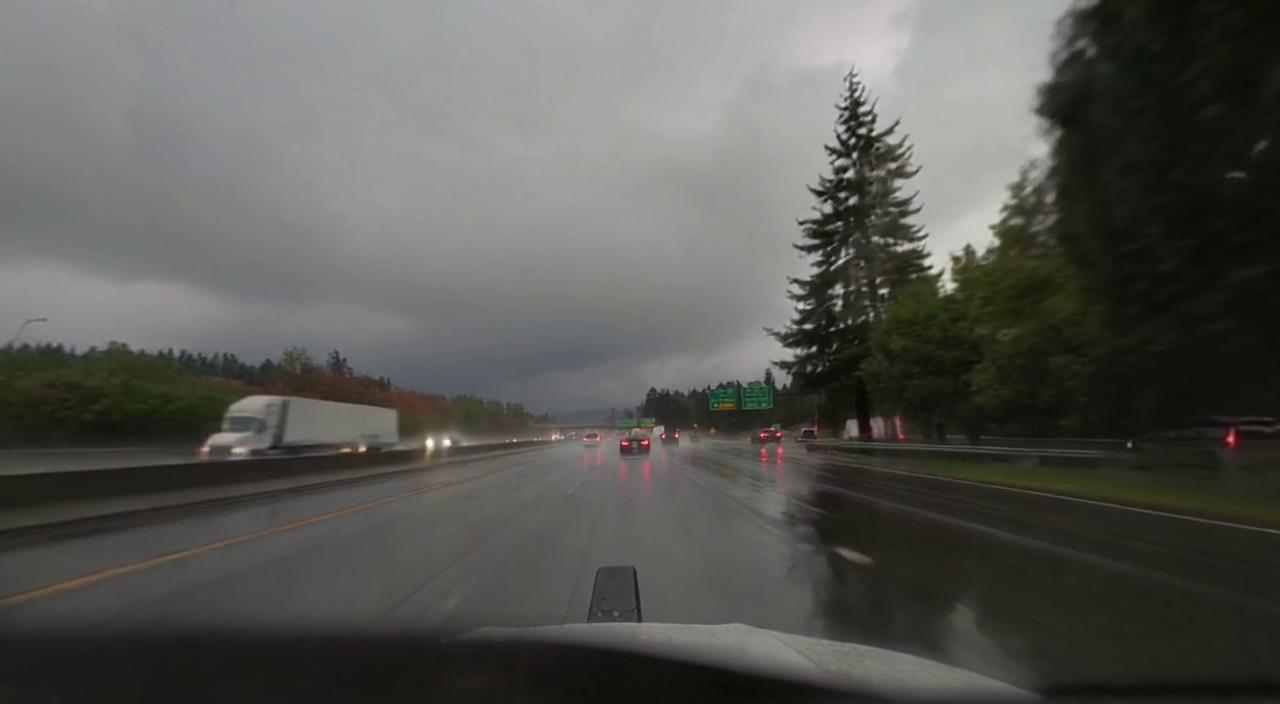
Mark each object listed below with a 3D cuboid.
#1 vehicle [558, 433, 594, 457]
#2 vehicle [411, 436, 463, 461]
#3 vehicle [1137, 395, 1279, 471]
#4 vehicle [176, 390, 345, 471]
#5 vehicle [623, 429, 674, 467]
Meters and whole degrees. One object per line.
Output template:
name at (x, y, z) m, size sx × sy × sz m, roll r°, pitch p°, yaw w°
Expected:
vehicle at (-4.195, 6.144, 41.856) m, size 2.014 × 1.471 × 4.380 m, roll 0°, pitch -8°, yaw -1°
vehicle at (-12.463, 5.929, 38.963) m, size 1.993 × 1.479 × 3.872 m, roll 0°, pitch -8°, yaw -1°
vehicle at (22.475, 3.093, 23.868) m, size 2.232 × 2.540 × 6.015 m, roll 0°, pitch -8°, yaw -1°
vehicle at (-20.110, 4.375, 34.611) m, size 2.981 × 3.787 × 10.363 m, roll 0°, pitch -8°, yaw -1°
vehicle at (0.310, 4.312, 28.489) m, size 2.086 × 1.554 × 3.875 m, roll 0°, pitch -8°, yaw -2°
